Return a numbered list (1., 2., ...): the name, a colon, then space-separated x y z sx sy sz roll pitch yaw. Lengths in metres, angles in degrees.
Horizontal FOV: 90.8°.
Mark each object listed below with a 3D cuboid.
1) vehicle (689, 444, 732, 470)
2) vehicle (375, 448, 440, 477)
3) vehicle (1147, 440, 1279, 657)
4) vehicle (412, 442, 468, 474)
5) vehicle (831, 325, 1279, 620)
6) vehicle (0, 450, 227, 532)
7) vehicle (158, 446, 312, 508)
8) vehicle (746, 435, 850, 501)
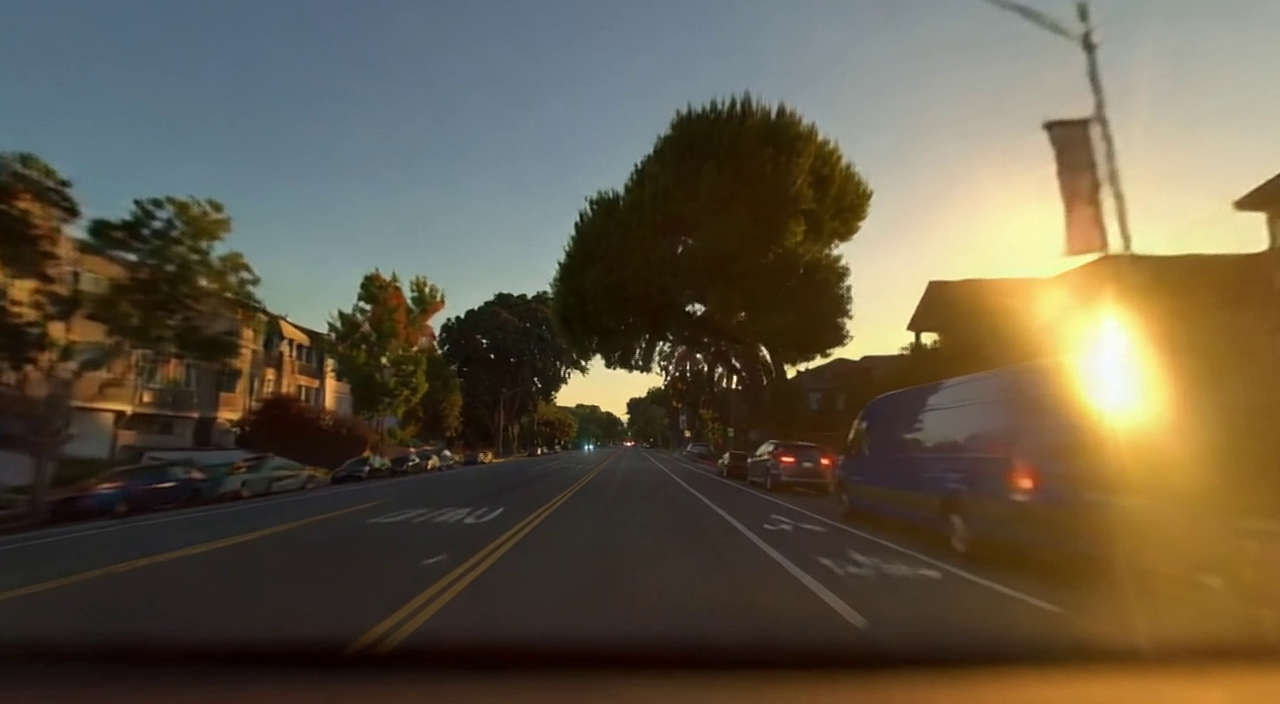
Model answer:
1. vehicle: 4.255 6.427 38.861 1.923 1.493 4.628 1 -8 -2
2. vehicle: -12.952 6.177 35.561 1.954 1.491 4.633 0 -8 -1
3. vehicle: 5.568 1.195 3.245 1.848 1.468 4.332 2 -9 -12
4. vehicle: -12.940 6.864 41.310 2.149 1.865 5.247 -2 -8 -2
5. vehicle: 4.898 1.500 8.746 2.414 2.670 5.833 1 -8 -3
6. vehicle: -12.408 3.220 15.349 1.892 1.472 4.523 -2 -7 -3
7. vehicle: -12.793 3.927 20.417 1.880 1.583 4.652 -3 -8 1
8. vehicle: 4.586 3.411 19.135 1.927 1.718 4.679 0 -8 0
